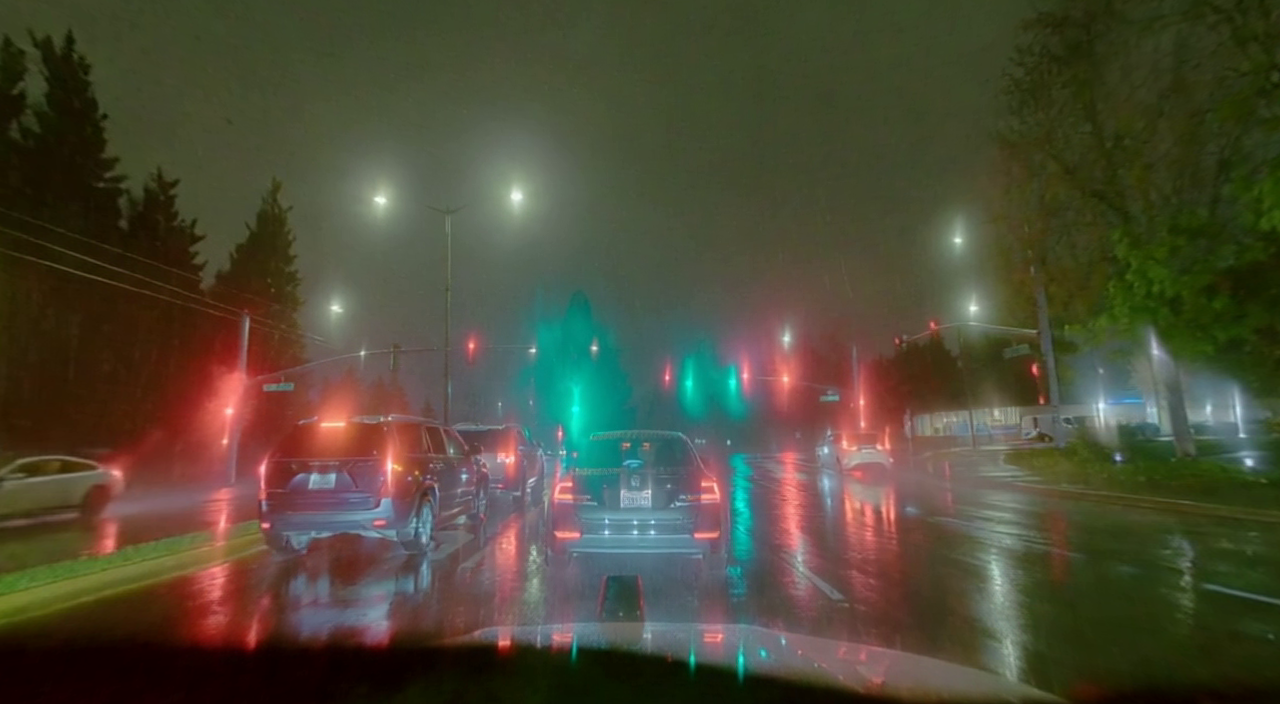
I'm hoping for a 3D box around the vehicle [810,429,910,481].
[{"bbox_3d":[7.998,3.800,23.456,2.059,1.719,4.443,0,-8,-1],"label":"vehicle"}]

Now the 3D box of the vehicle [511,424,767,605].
[{"bbox_3d":[-0.061,1.645,7.307,2.126,1.475,3.967,0,-8,-2],"label":"vehicle"}]

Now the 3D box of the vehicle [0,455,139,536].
[{"bbox_3d":[-12.923,2.883,12.960,1.841,1.469,4.202,0,-8,0],"label":"vehicle"}]

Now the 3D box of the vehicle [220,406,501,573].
[{"bbox_3d":[-3.434,1.765,8.869,2.046,1.751,4.208,0,-8,-1],"label":"vehicle"}]
